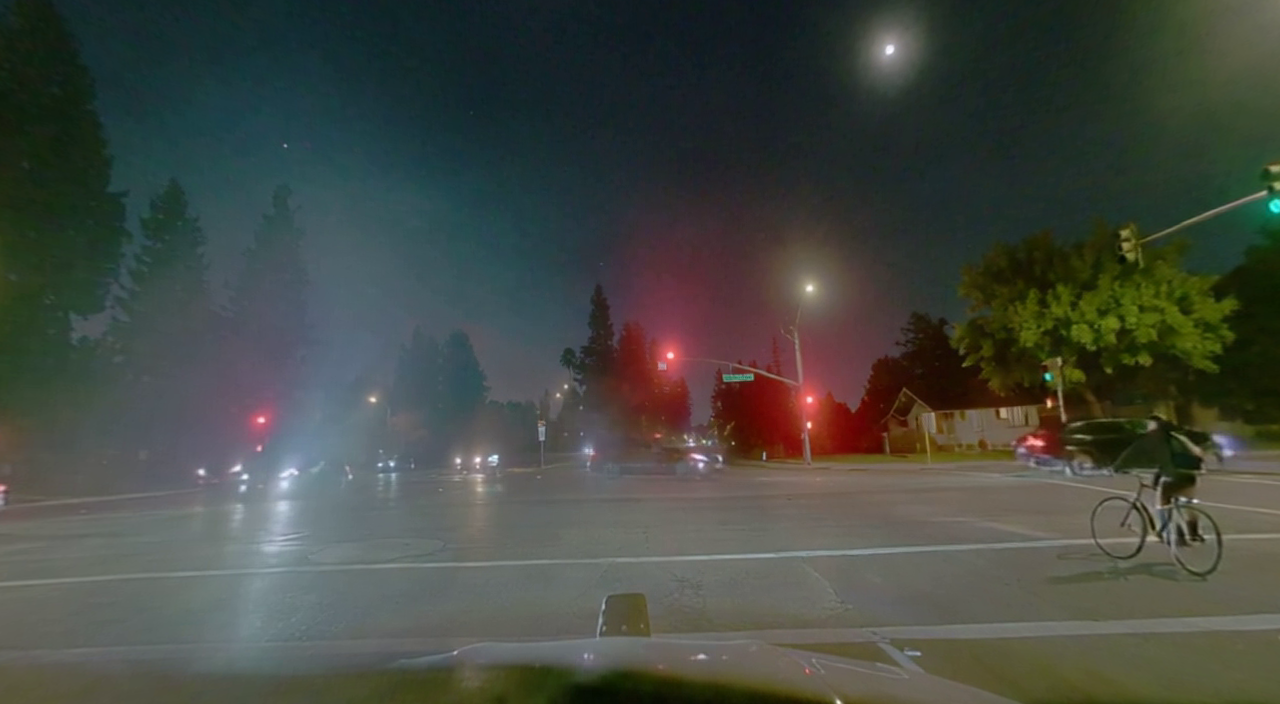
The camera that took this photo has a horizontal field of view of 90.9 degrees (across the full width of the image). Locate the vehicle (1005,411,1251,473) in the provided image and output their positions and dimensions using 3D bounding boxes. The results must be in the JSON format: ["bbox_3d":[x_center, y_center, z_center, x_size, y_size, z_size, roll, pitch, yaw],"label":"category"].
[{"bbox_3d":[13.828,2.608,18.174,5.217,1.673,2.006,-1,-9,5],"label":"vehicle"}]

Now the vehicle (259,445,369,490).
[{"bbox_3d":[-14.164,5.012,27.795,2.093,1.769,4.971,0,-9,1],"label":"vehicle"}]

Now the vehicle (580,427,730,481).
[{"bbox_3d":[0.433,3.685,22.854,5.188,1.731,2.191,-7,-11,40],"label":"vehicle"}]

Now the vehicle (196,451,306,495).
[{"bbox_3d":[-17.426,5.402,28.570,2.006,1.735,4.591,0,-9,1],"label":"vehicle"}]

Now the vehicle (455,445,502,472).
[{"bbox_3d":[-9.719,6.412,38.276,2.017,1.496,4.749,0,-9,-5],"label":"vehicle"}]
